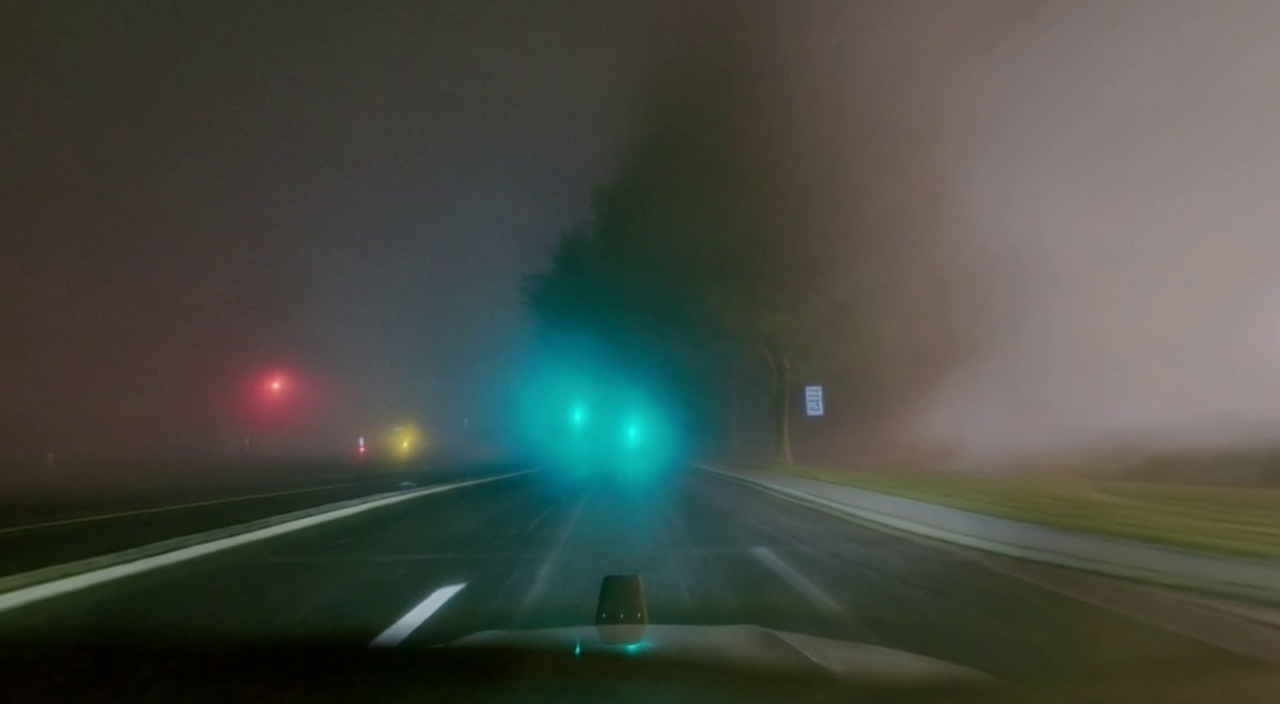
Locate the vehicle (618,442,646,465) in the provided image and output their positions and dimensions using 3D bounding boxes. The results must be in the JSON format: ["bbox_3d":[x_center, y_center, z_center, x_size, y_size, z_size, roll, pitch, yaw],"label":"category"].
[{"bbox_3d":[-0.613,7.628,47.503,2.045,1.613,4.210,0,-8,-1],"label":"vehicle"}]
